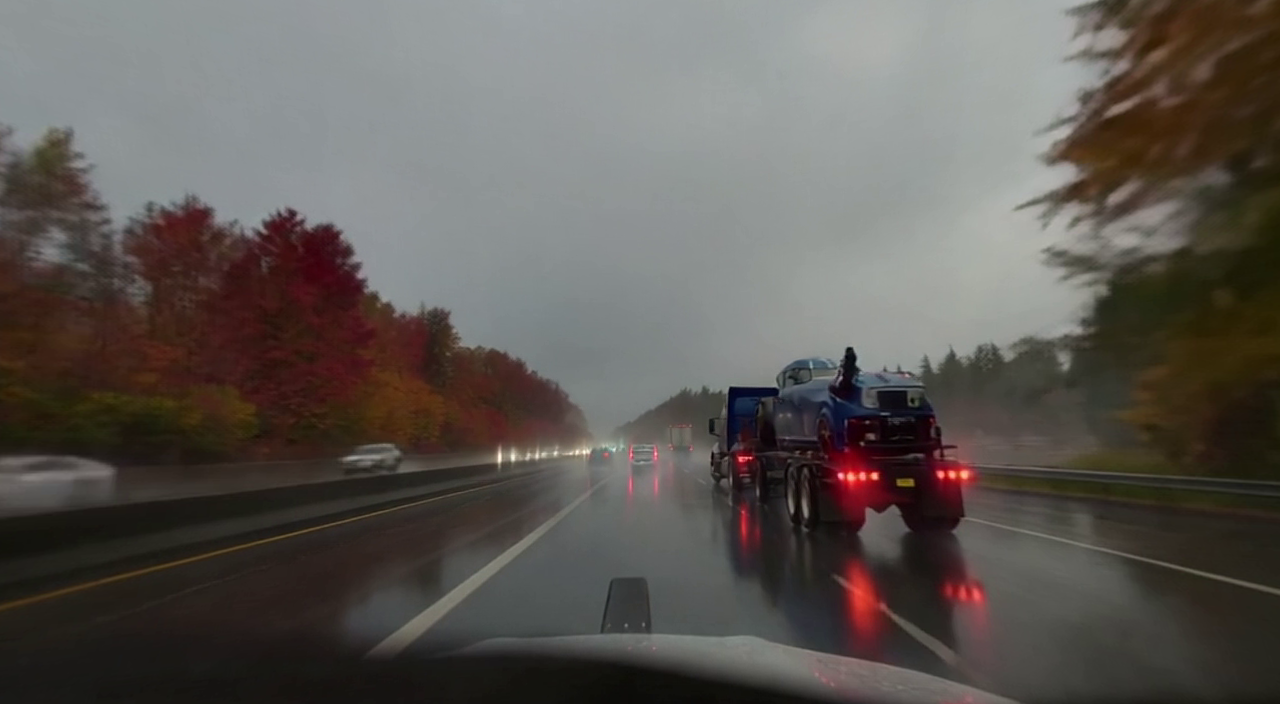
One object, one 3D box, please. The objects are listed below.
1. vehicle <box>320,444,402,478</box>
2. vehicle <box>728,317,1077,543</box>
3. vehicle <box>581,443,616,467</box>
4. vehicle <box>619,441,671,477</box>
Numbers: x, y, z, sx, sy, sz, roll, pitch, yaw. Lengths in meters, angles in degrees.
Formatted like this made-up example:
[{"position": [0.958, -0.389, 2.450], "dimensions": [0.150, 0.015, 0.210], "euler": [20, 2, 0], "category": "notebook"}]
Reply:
[{"position": [-14.050, 5.482, 31.984], "dimensions": [1.925, 1.552, 4.531], "euler": [0, -8, 2], "category": "vehicle"}, {"position": [4.667, 2.053, 15.649], "dimensions": [3.150, 3.257, 13.098], "euler": [0, -8, 0], "category": "vehicle"}, {"position": [-2.660, 6.709, 41.152], "dimensions": [1.928, 1.464, 3.706], "euler": [0, -8, 2], "category": "vehicle"}, {"position": [0.275, 4.758, 28.307], "dimensions": [2.152, 1.484, 4.211], "euler": [0, -8, 2], "category": "vehicle"}]
